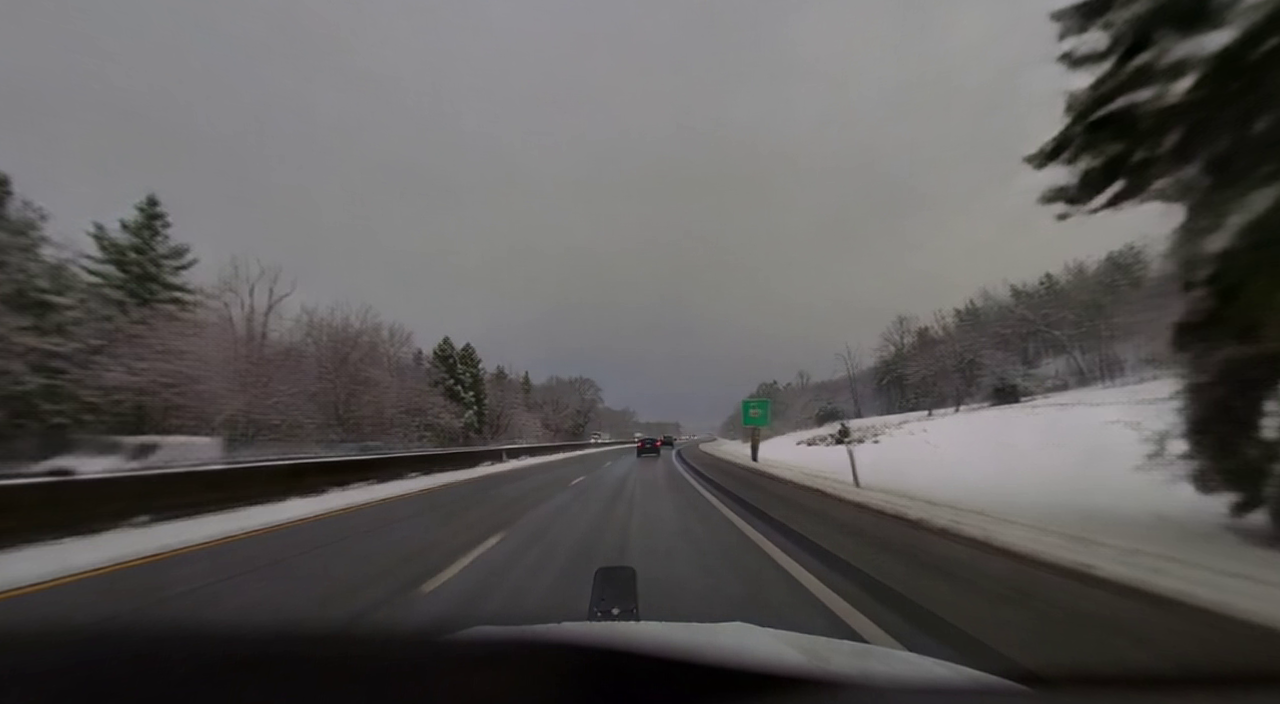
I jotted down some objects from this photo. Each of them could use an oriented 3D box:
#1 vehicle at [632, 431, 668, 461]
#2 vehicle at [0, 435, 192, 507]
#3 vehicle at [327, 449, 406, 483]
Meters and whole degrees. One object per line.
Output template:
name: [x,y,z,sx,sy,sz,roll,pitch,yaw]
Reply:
vehicle: [0.677,6.134,41.325,2.188,1.825,4.282,-1,-8,1]
vehicle: [-17.243,3.700,20.200,2.073,2.006,4.772,-1,-8,1]
vehicle: [-13.017,5.419,30.236,1.865,1.444,4.278,0,-8,0]
